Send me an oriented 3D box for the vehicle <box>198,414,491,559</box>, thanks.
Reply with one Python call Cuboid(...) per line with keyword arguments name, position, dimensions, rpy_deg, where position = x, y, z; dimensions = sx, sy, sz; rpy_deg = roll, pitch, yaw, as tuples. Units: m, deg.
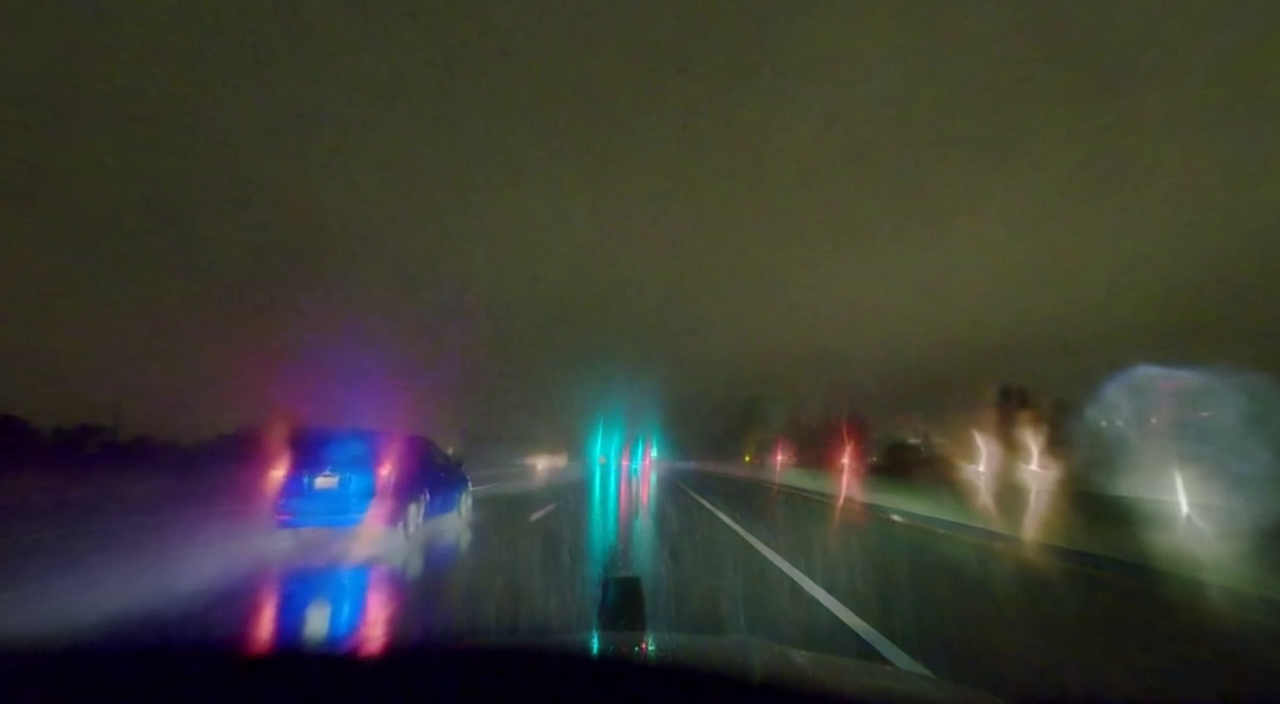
Cuboid(name="vehicle", position=(-4.216, 2.028, 10.284), dimensions=(2.272, 1.759, 5.058), rpy_deg=(0, -9, 0))
